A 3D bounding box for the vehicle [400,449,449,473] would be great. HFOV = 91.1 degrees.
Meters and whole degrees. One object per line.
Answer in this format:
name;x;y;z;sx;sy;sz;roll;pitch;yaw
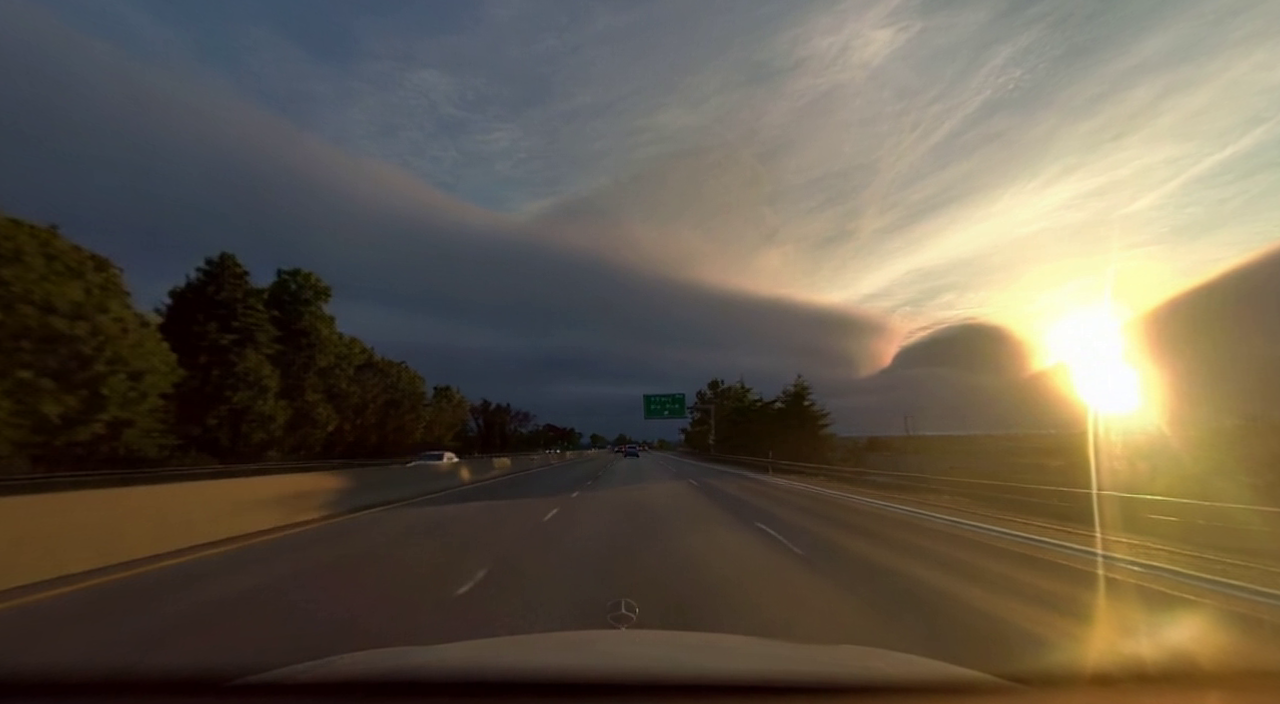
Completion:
vehicle;-14.374;7.285;42.207;1.857;1.483;4.282;0;-9;-2
